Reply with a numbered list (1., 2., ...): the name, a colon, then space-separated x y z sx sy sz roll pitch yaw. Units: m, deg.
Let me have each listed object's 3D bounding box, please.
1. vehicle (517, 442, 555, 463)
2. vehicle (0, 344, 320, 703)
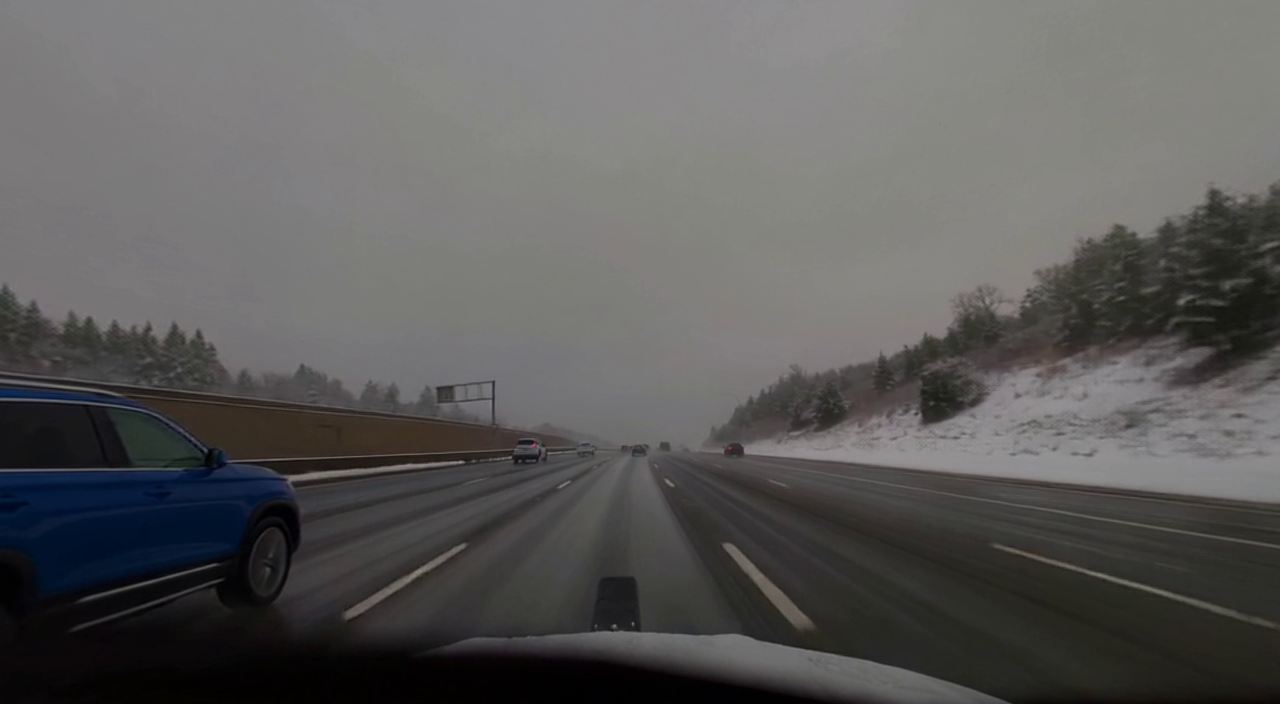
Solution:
1. vehicle: -7.781 7.570 47.647 2.054 1.474 4.450 0 -9 1
2. vehicle: -3.665 0.867 2.825 2.047 1.715 4.689 0 -9 -1
